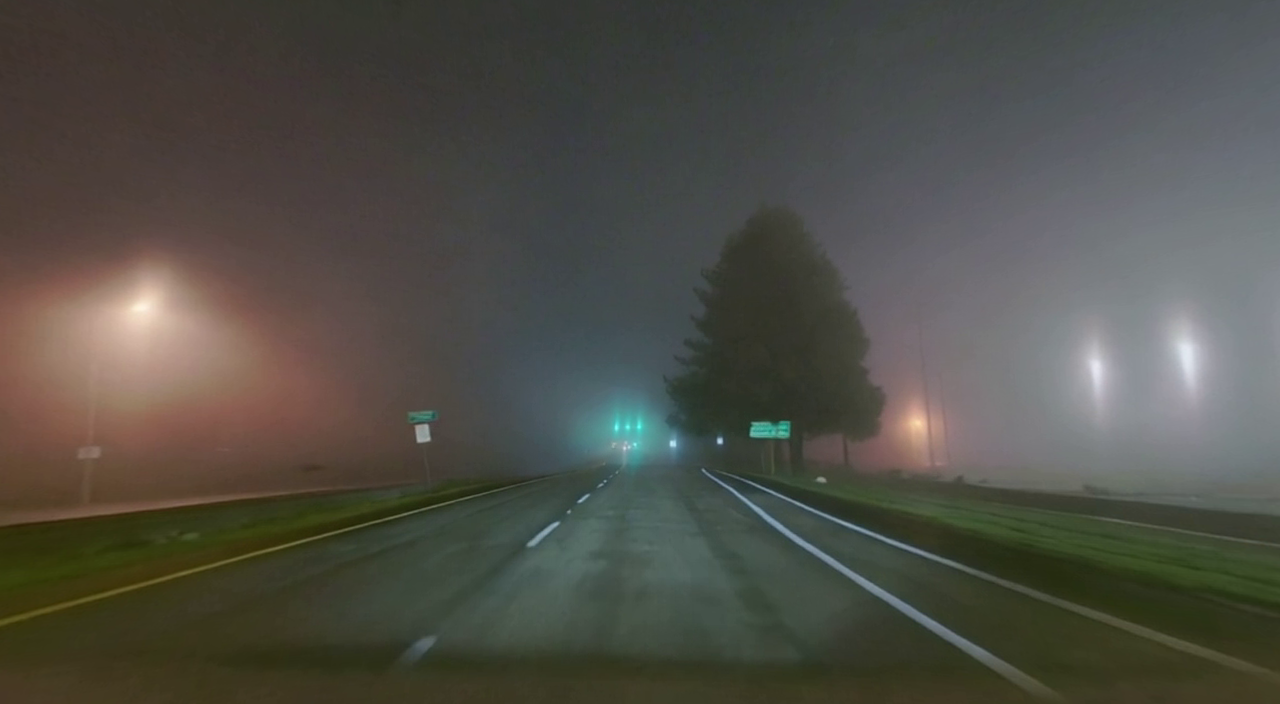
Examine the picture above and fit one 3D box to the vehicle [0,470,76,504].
[{"bbox_3d":[-41.015,8.869,41.662,5.552,2.047,2.384,-1,-8,6],"label":"vehicle"}]
